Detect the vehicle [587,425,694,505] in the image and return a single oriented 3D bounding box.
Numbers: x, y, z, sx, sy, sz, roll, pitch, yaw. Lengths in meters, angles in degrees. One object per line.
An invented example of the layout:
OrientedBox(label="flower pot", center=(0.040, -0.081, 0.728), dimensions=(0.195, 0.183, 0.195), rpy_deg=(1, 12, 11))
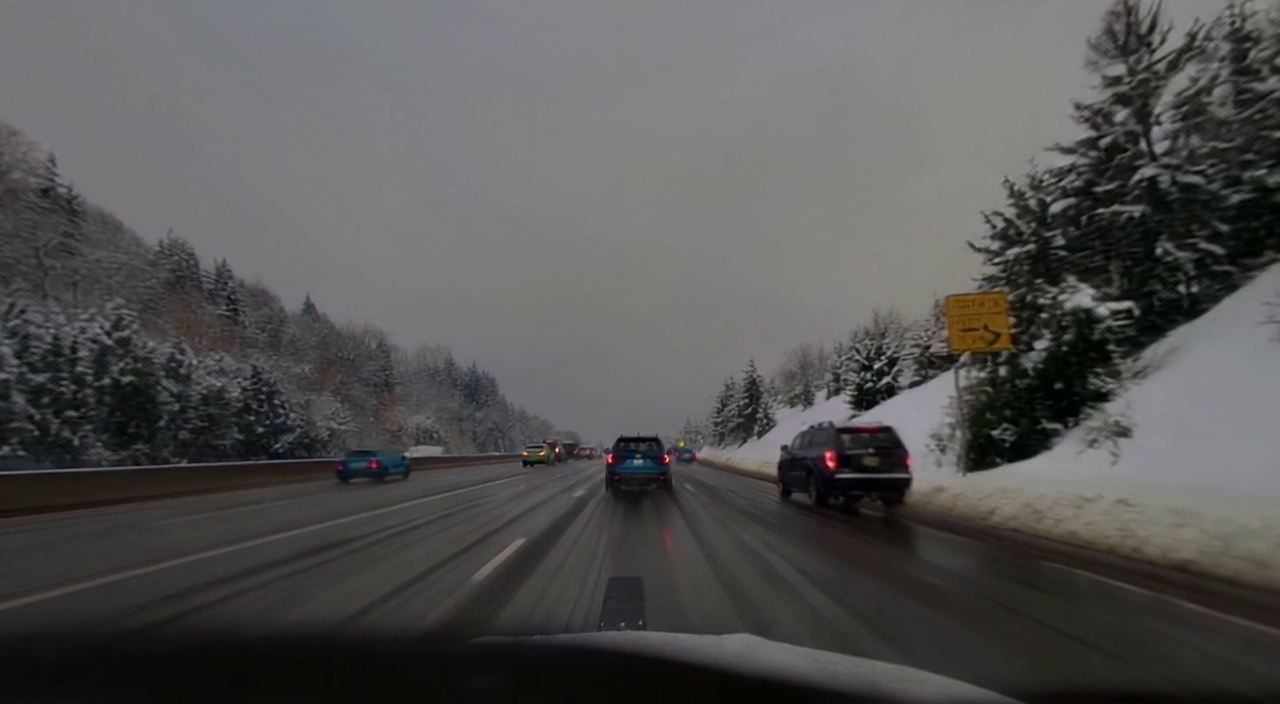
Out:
OrientedBox(label="vehicle", center=(0.033, 2.901, 16.568), dimensions=(2.447, 1.804, 4.273), rpy_deg=(0, -9, 1))

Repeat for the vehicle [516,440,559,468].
OrientedBox(label="vehicle", center=(-6.783, 6.798, 42.108), dimensions=(2.024, 1.706, 4.462), rpy_deg=(0, -9, 1))

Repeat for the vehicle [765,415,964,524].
OrientedBox(label="vehicle", center=(4.422, 2.459, 13.774), dimensions=(2.204, 1.852, 5.845), rpy_deg=(0, -9, 0))

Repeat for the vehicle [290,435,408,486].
OrientedBox(label="vehicle", center=(-11.261, 4.229, 24.938), dimensions=(2.223, 1.781, 5.098), rpy_deg=(0, -9, 0))
